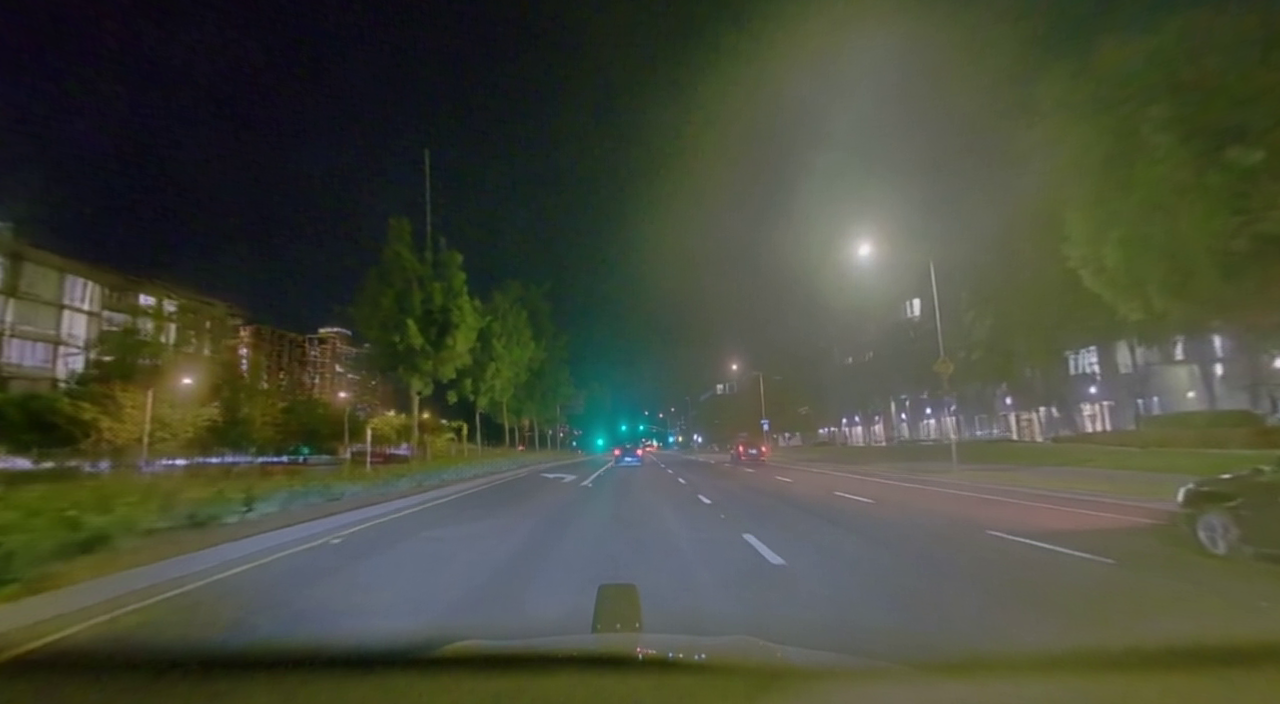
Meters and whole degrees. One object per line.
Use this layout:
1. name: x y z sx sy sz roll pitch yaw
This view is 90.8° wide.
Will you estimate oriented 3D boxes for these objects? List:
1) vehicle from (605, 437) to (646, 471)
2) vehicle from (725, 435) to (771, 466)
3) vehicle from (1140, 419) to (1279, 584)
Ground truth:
1. vehicle: -0.763 5.778 35.981 2.193 1.794 4.457 0 -8 0
2. vehicle: 6.739 6.210 39.864 2.026 1.804 4.565 0 -8 -1
3. vehicle: 6.827 1.239 5.001 2.139 1.471 4.393 0 -8 0
